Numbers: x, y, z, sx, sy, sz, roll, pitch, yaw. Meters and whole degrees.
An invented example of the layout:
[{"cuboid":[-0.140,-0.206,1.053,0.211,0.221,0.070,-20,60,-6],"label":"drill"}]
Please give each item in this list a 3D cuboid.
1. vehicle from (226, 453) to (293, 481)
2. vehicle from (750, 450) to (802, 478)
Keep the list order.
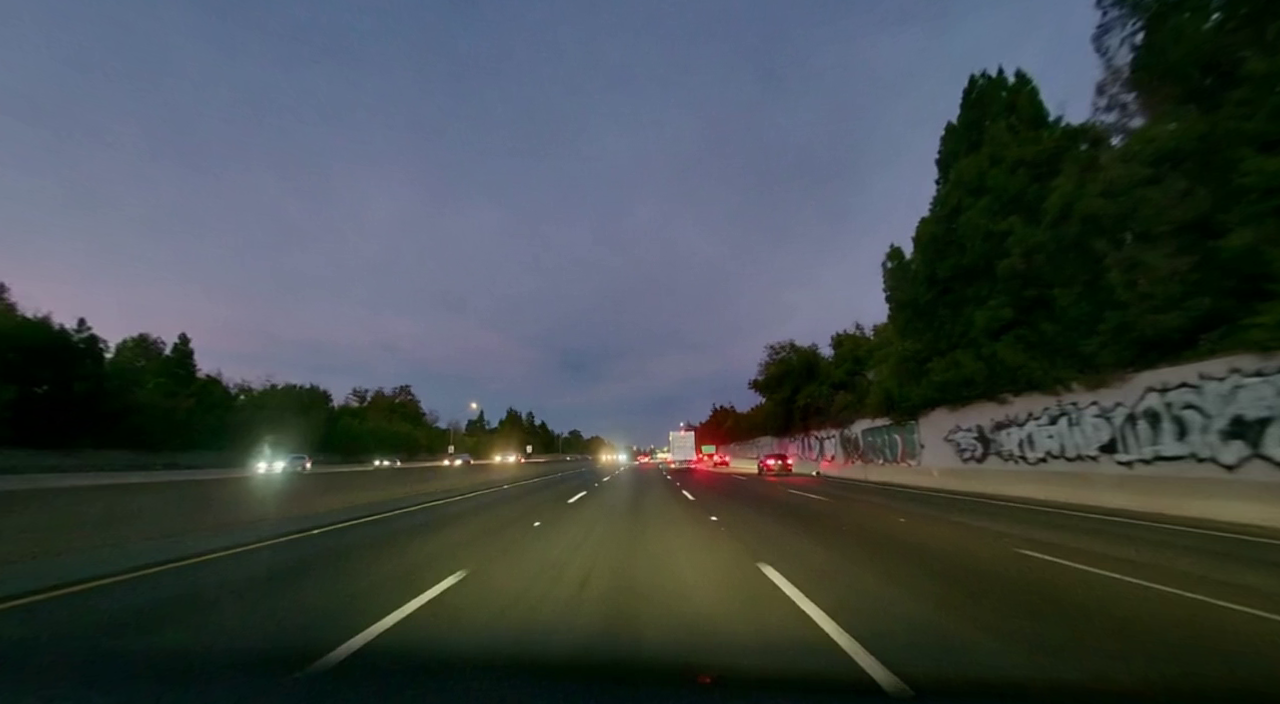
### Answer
[{"cuboid":[-25.100,7.566,41.740,1.943,1.681,4.492,1,-9,-6],"label":"vehicle"},{"cuboid":[7.681,6.346,35.946,1.907,1.495,4.517,0,-9,0],"label":"vehicle"}]
